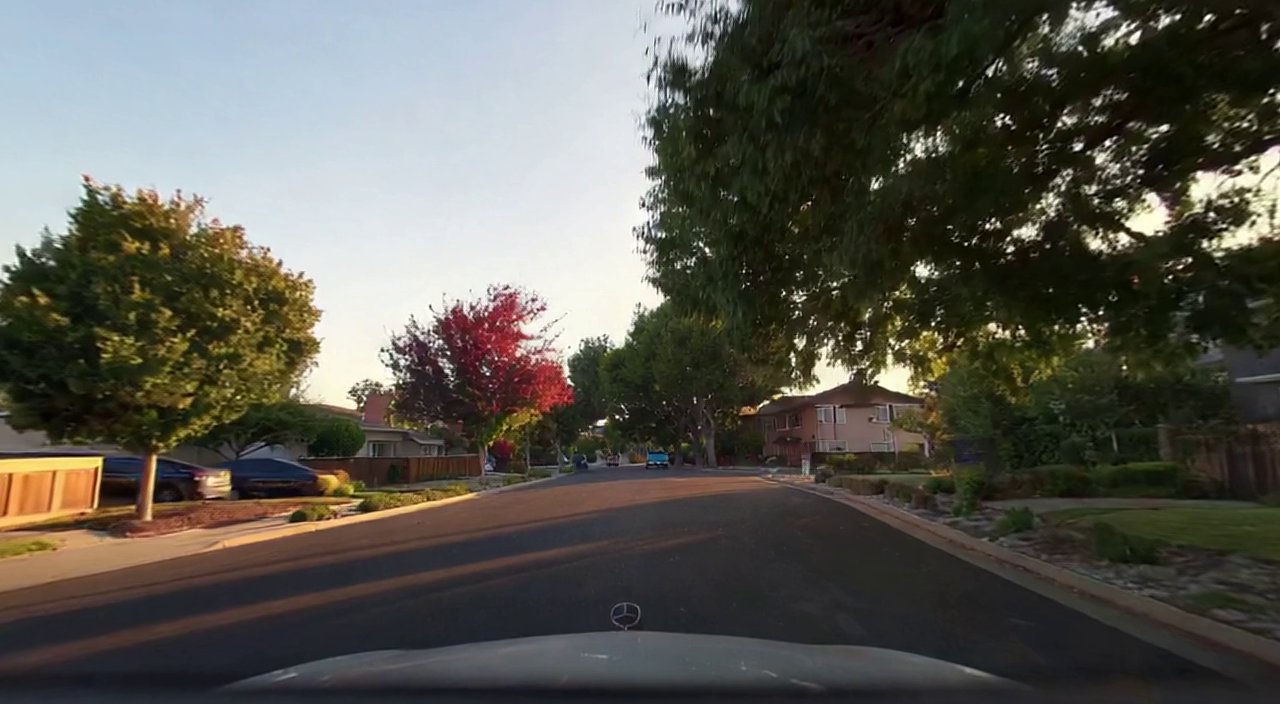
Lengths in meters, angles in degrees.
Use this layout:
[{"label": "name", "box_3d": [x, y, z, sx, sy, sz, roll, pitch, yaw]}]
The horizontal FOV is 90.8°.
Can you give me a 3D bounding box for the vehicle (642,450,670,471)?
[{"label": "vehicle", "box_3d": [1.220, 8.315, 48.640, 2.064, 1.477, 3.968, 0, -9, 1]}]
